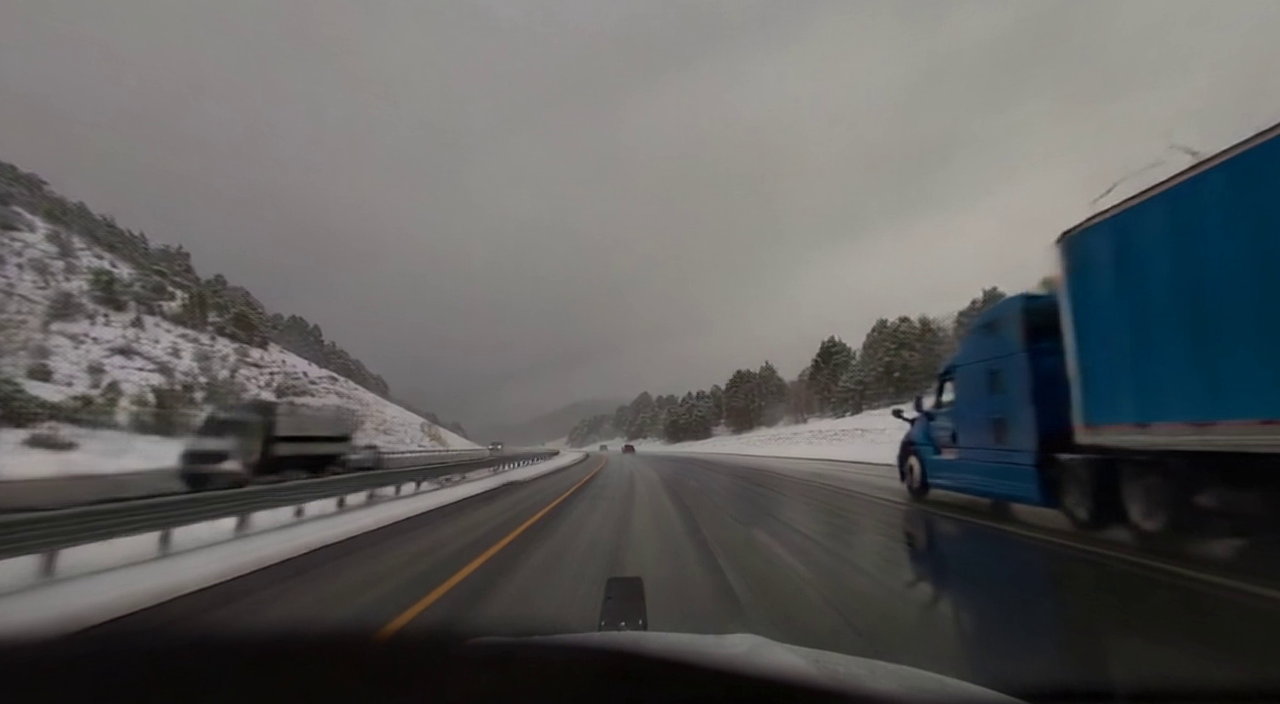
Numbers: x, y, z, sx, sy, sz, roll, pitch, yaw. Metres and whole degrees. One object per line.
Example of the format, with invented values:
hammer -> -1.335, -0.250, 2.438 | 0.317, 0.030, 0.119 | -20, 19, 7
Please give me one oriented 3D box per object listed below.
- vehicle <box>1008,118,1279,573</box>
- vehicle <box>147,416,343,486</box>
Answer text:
vehicle -> 7.382, -0.631, 1.804 | 2.923, 4.182, 16.345 | -1, -8, 0
vehicle -> -14.606, 3.733, 24.212 | 2.850, 2.258, 7.202 | -1, -8, 0
